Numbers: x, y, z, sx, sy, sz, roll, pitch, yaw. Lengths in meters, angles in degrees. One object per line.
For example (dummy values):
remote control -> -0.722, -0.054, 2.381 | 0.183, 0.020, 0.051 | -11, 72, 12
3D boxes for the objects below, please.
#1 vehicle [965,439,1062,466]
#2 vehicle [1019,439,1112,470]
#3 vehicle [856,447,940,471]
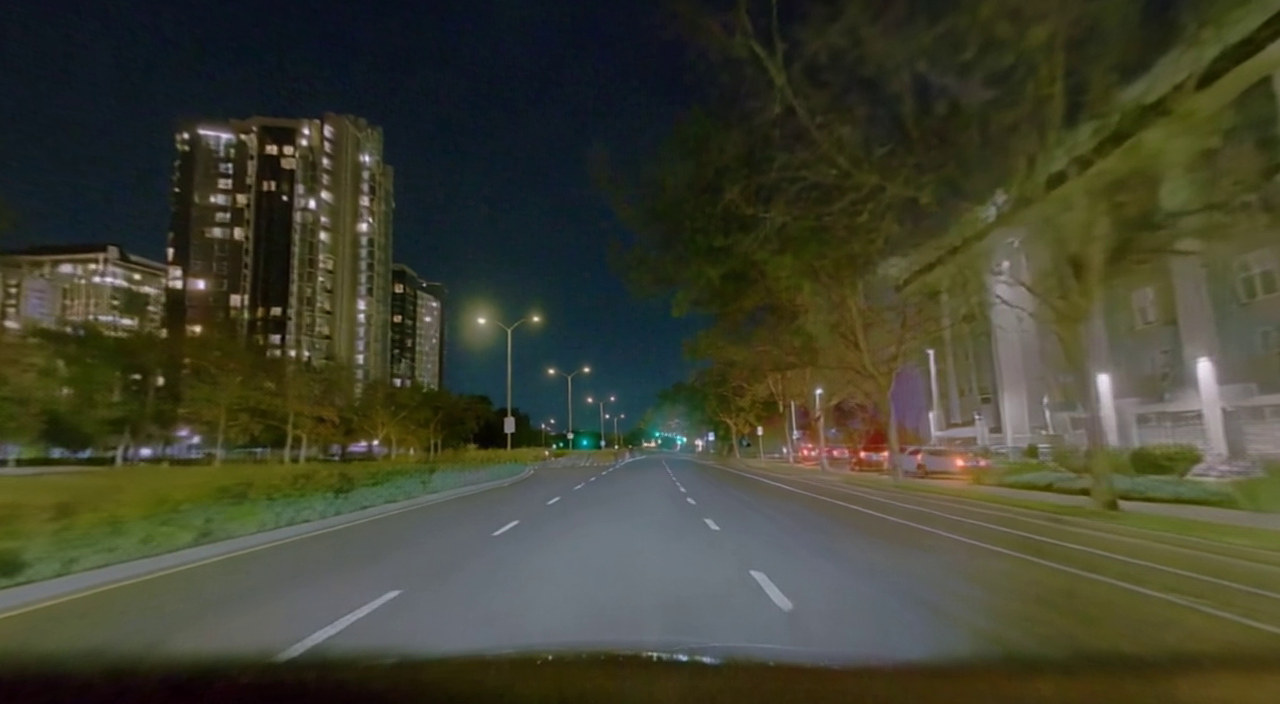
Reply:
vehicle -> 27.555, 7.435, 46.587 | 5.663, 1.895, 2.229 | -1, -8, 4
vehicle -> 28.033, 6.759, 41.524 | 4.627, 1.659, 1.882 | -4, -7, 2
vehicle -> 15.886, 6.606, 38.948 | 4.331, 1.469, 2.008 | -1, -9, 3
